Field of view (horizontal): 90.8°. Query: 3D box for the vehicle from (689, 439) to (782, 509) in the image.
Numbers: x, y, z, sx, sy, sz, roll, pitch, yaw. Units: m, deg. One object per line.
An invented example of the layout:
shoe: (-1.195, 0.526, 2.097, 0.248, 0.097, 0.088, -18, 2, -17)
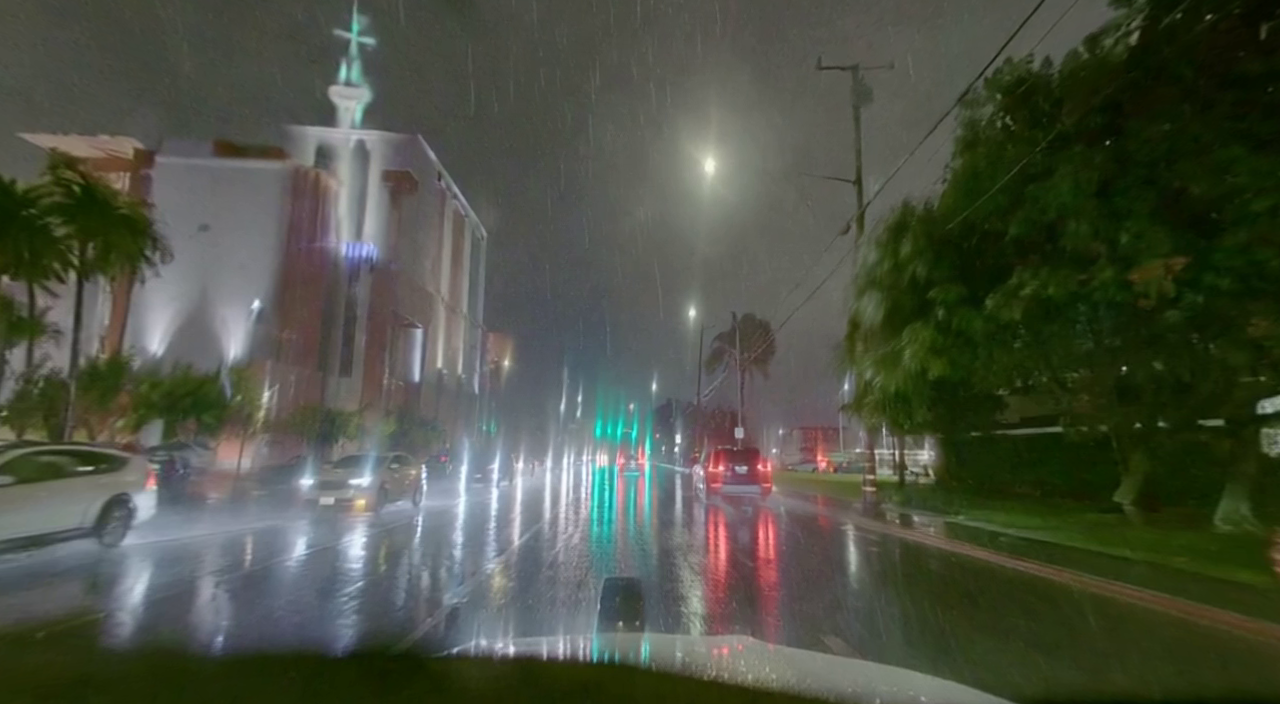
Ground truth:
vehicle: (2.732, 3.599, 19.211, 1.995, 1.858, 4.333, 0, -8, -2)

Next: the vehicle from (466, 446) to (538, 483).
vehicle: (-5.900, 4.843, 27.594, 2.083, 1.451, 4.707, 0, -8, 0)

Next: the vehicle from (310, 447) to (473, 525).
vehicle: (-5.763, 3.127, 15.459, 2.106, 1.566, 4.631, 0, -8, 0)

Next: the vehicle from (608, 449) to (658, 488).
vehicle: (-0.336, 5.459, 29.861, 2.196, 1.655, 3.939, 0, -8, -1)

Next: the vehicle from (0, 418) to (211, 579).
vehicle: (-9.022, 2.031, 9.258, 2.218, 1.962, 4.611, 0, -8, 0)
